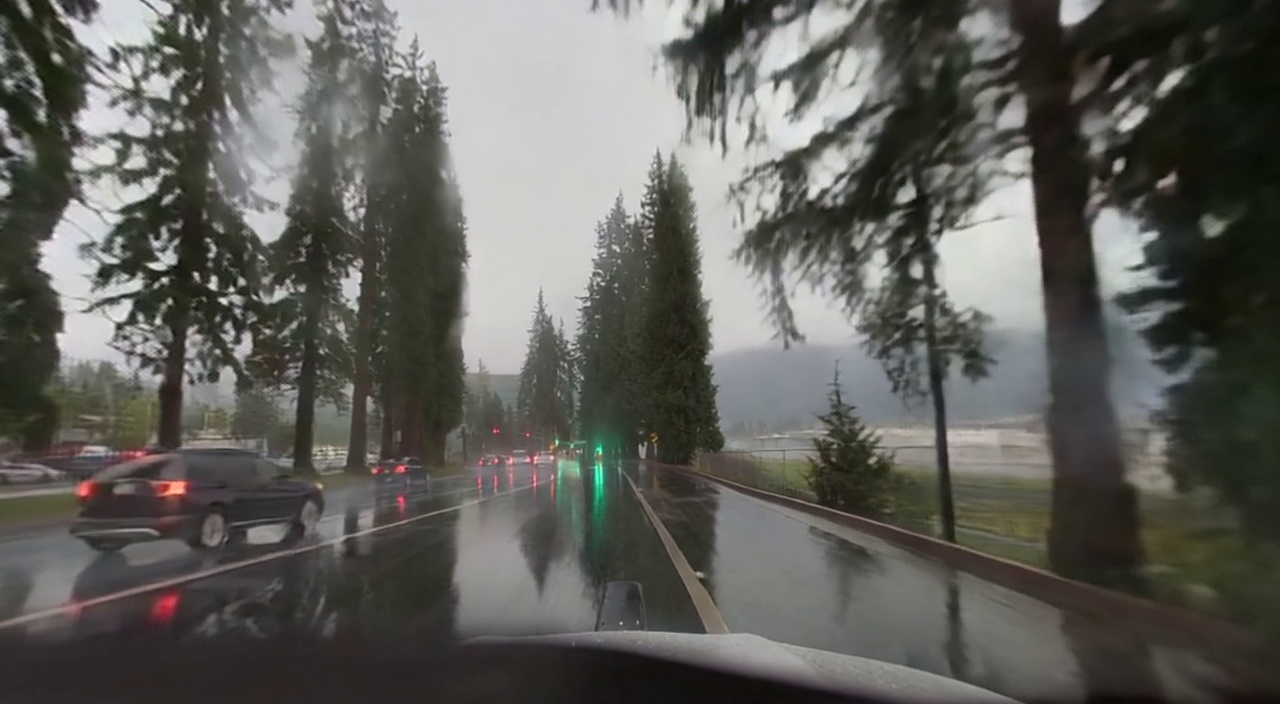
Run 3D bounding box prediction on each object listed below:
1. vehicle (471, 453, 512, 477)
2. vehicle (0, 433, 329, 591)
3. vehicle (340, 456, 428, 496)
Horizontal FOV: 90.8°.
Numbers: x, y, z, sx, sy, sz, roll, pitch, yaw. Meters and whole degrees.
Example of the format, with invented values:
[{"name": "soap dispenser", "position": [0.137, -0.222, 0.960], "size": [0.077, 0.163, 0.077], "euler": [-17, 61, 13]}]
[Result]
[{"name": "vehicle", "position": [-10.800, 8.242, 46.209], "size": [1.886, 1.535, 4.742], "euler": [0, -8, -1]}, {"name": "vehicle", "position": [-7.068, 2.134, 9.470], "size": [2.210, 1.737, 4.649], "euler": [-1, -8, 3]}, {"name": "vehicle", "position": [-10.839, 5.241, 27.118], "size": [1.781, 1.476, 4.513], "euler": [0, -8, 2]}]
